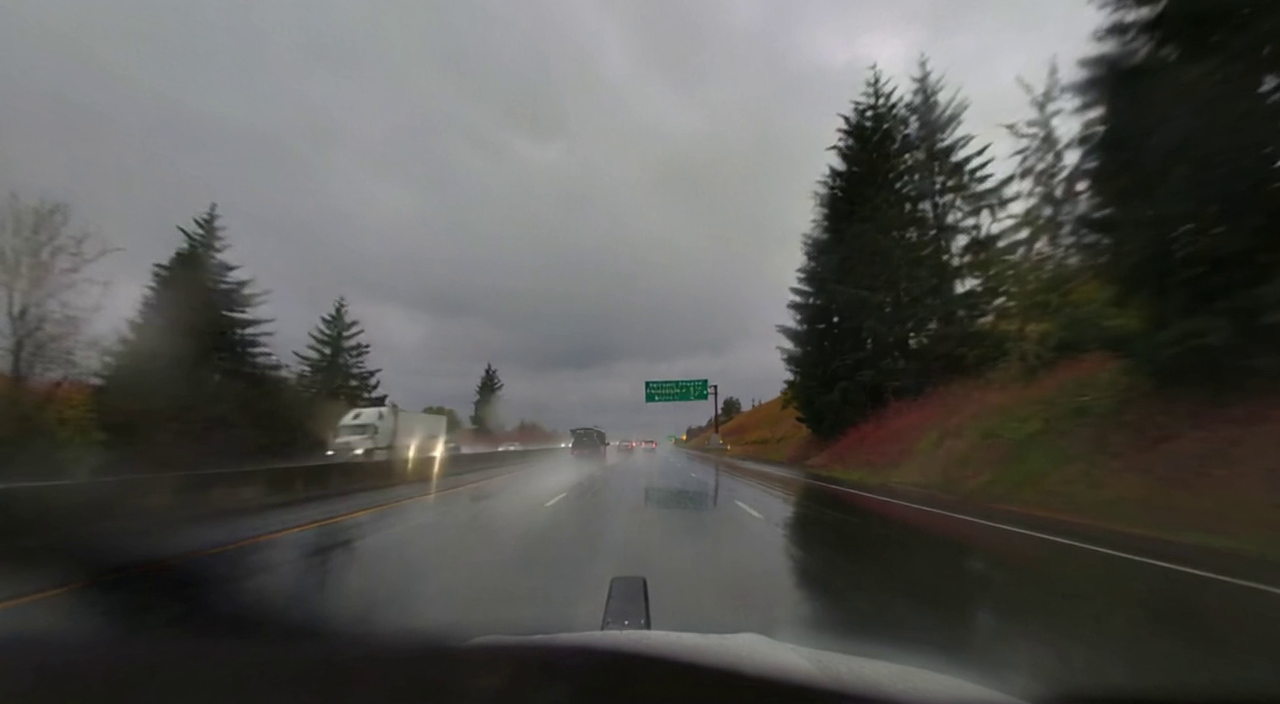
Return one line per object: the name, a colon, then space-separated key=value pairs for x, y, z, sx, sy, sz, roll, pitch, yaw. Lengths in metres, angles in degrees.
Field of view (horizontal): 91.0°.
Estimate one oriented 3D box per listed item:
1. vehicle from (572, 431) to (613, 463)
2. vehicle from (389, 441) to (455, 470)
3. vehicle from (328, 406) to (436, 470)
vehicle: x=-3.150 y=6.452 z=42.692 sx=2.286 sy=2.011 sz=4.452 roll=0 pitch=-8 yaw=1
vehicle: x=-12.840 y=6.105 z=37.355 sx=2.255 sy=1.631 sz=4.281 roll=0 pitch=-8 yaw=1
vehicle: x=-16.986 y=5.827 z=42.401 sx=2.987 sy=3.827 sz=9.899 roll=0 pitch=-8 yaw=0
